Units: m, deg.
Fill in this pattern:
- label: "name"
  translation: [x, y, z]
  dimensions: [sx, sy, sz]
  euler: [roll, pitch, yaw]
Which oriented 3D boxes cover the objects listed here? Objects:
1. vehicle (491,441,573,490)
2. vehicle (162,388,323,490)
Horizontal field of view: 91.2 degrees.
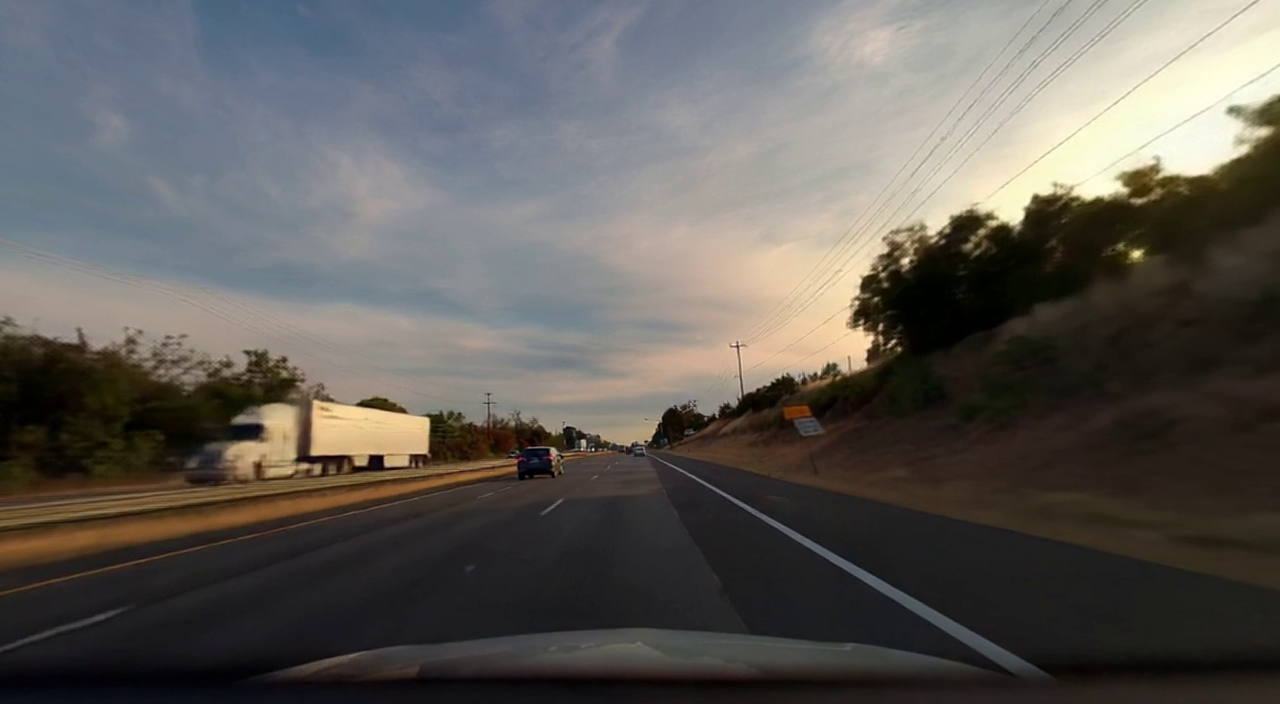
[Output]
- label: "vehicle"
  translation: [-3.703, 3.968, 22.287]
  dimensions: [2.123, 1.545, 4.404]
  euler: [0, -9, 0]
- label: "vehicle"
  translation: [-17.199, 3.891, 27.762]
  dimensions: [3.057, 3.975, 5.932]
  euler: [0, -9, 0]
